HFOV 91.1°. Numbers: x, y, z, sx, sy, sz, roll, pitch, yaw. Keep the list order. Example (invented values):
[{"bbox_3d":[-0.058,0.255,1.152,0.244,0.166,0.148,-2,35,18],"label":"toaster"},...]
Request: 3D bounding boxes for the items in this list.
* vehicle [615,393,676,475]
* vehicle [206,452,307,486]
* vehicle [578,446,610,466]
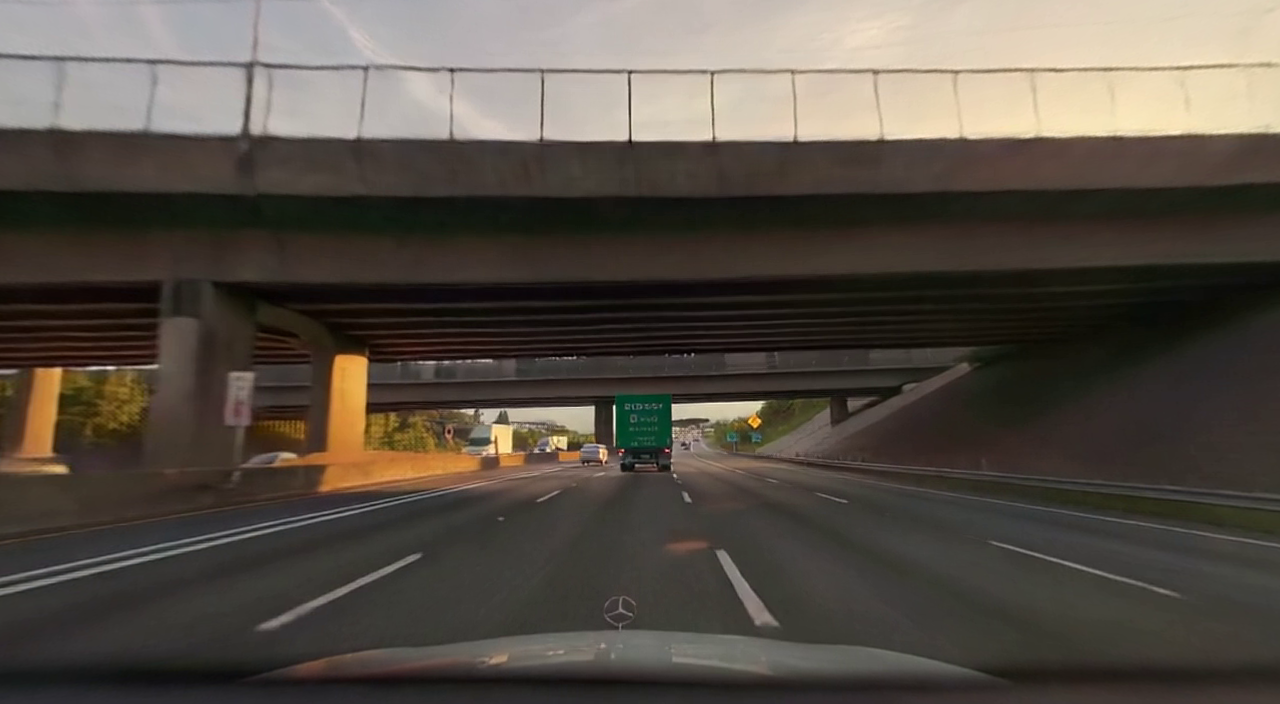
[{"bbox_3d":[0.414,4.996,37.483,3.025,4.002,12.709,-1,-9,1],"label":"vehicle"},{"bbox_3d":[-17.945,5.453,29.705,1.796,1.438,4.411,-1,-9,4],"label":"vehicle"},{"bbox_3d":[-3.476,8.019,48.763,1.958,1.467,4.737,-1,-9,2],"label":"vehicle"}]
